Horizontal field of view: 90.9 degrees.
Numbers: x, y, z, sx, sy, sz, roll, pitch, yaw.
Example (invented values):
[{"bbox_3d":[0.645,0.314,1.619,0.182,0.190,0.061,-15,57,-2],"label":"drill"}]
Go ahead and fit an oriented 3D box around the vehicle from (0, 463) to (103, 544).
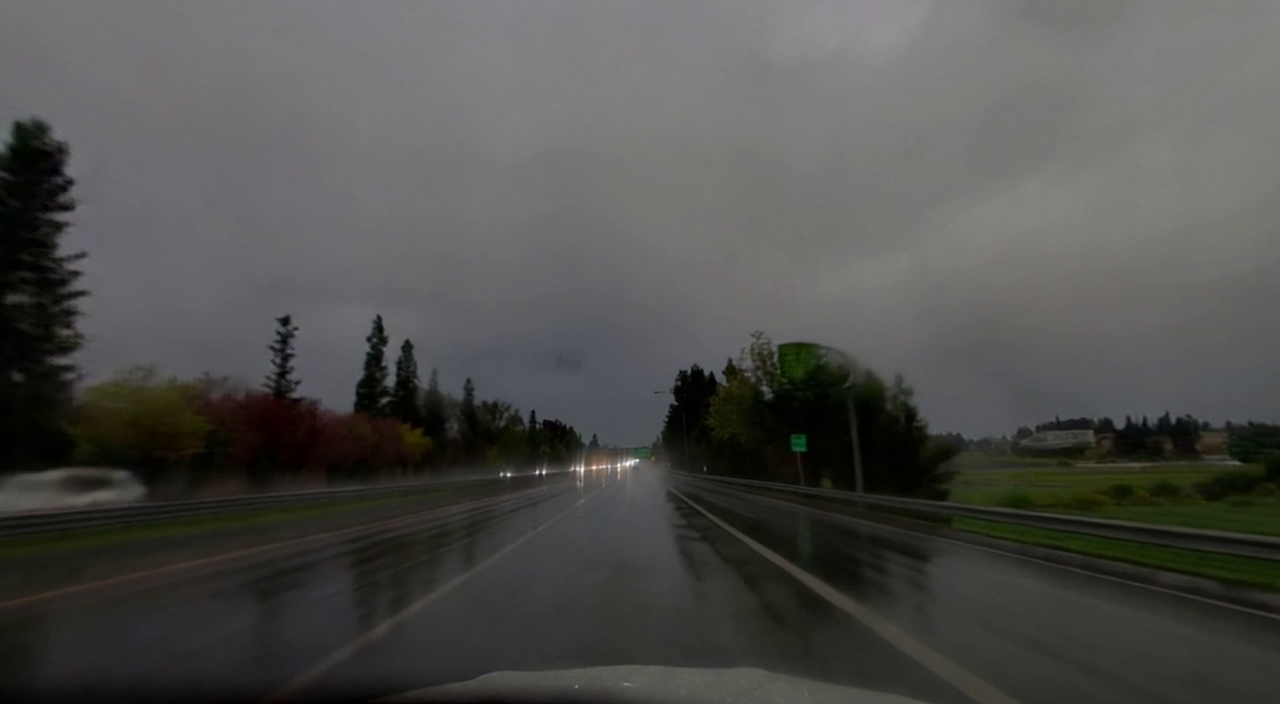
[{"bbox_3d":[-12.446,2.717,11.326,1.838,1.433,4.200,1,-10,0],"label":"vehicle"}]
